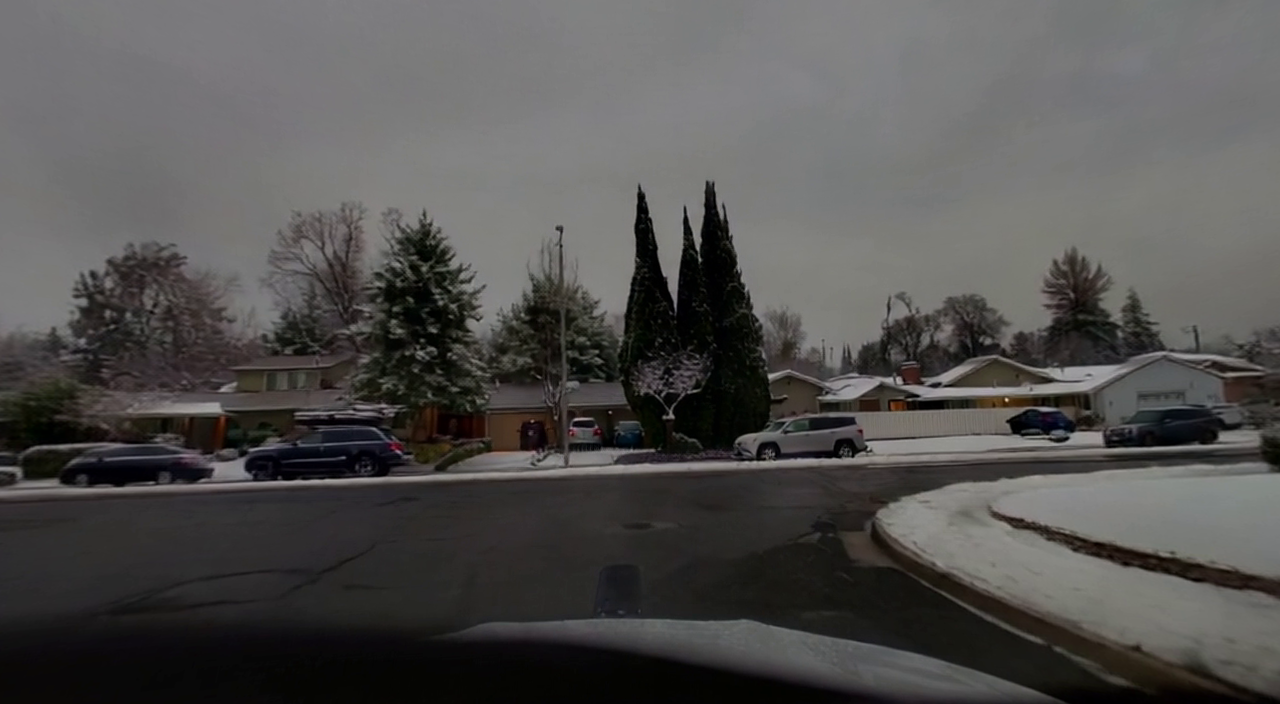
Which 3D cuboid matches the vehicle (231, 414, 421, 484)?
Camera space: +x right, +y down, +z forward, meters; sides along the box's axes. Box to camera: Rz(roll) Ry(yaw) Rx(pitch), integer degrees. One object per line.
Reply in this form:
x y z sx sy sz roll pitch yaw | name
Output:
-10.803 3.362 22.220 5.419 2.292 2.272 1 -7 -8 | vehicle

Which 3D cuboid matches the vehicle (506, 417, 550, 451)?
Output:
-6.824 5.017 38.327 2.391 1.894 5.075 1 -8 -11 | vehicle

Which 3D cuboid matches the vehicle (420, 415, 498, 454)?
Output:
-10.519 4.803 36.412 2.307 2.043 5.475 7 -11 -38 | vehicle

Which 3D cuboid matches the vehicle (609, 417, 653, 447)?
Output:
-0.636 4.843 38.014 2.005 1.699 4.234 1 -8 -10 | vehicle

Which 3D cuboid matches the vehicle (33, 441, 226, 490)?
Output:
-16.914 3.773 21.166 4.650 1.480 1.782 1 -9 -8 | vehicle

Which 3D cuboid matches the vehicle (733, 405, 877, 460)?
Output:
6.272 3.141 24.409 4.919 1.969 2.104 2 -9 -5 | vehicle

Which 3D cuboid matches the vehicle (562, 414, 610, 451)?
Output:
-3.210 4.655 36.465 2.278 1.969 5.533 1 -8 -10 | vehicle
